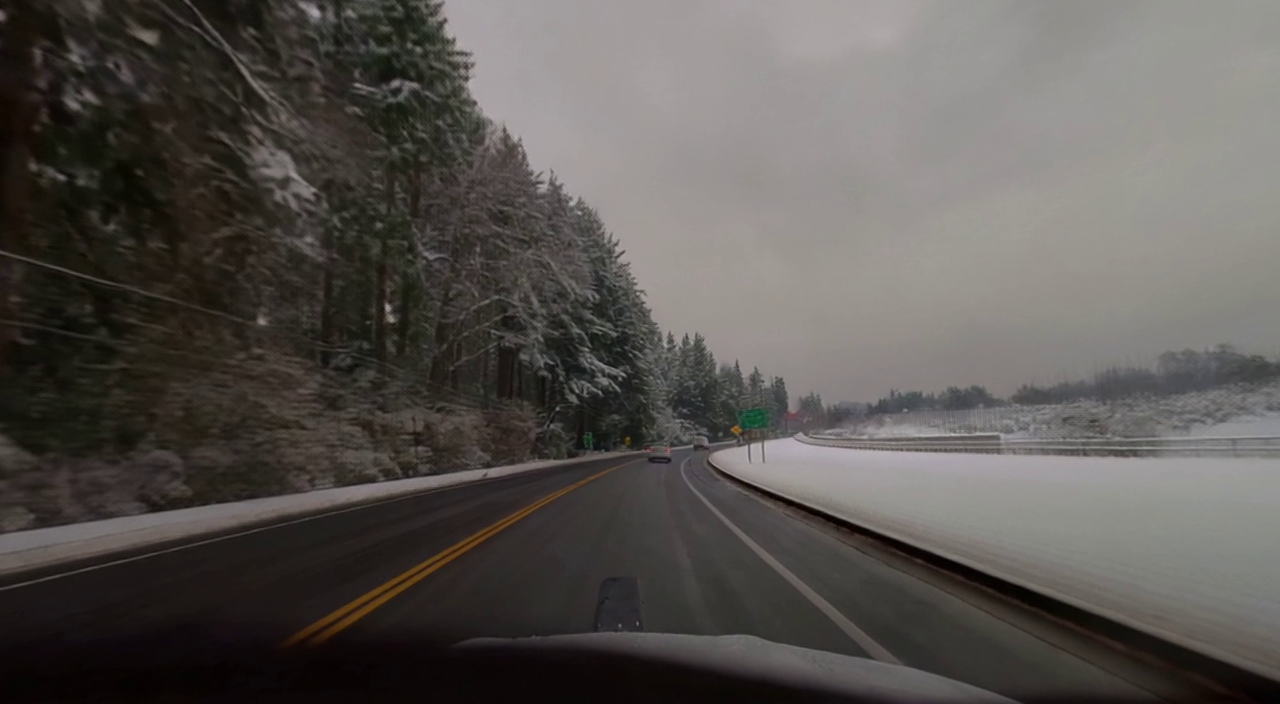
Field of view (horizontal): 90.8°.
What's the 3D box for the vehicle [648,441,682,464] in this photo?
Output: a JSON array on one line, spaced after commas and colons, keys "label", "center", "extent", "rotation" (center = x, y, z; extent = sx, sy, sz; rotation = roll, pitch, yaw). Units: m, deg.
[{"label": "vehicle", "center": [1.730, 6.783, 42.666], "extent": [2.071, 1.474, 4.047], "rotation": [-1, -8, 5]}]
